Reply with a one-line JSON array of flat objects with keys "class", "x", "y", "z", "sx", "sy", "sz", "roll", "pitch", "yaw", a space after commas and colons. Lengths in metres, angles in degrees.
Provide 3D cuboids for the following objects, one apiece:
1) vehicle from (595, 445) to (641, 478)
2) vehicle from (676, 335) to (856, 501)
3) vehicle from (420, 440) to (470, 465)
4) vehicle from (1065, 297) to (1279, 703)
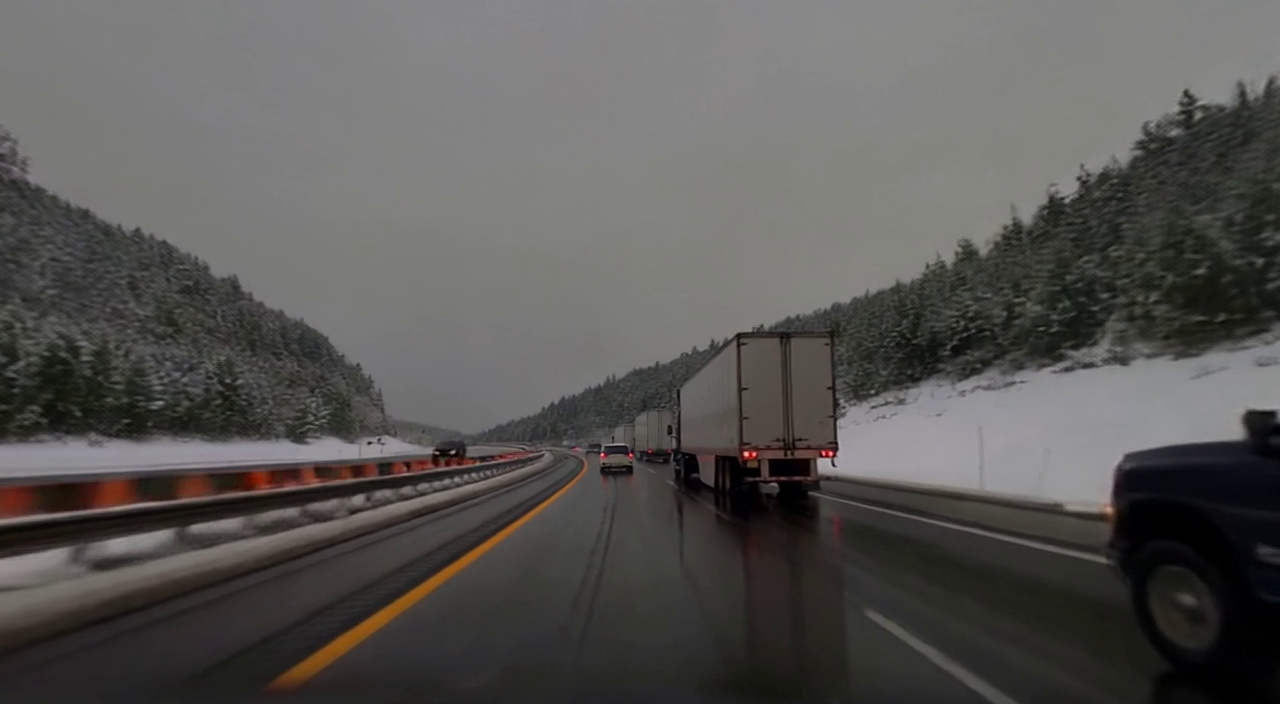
[{"class": "vehicle", "x": -1.050, "y": 5.134, "z": 29.717, "sx": 2.029, "sy": 1.437, "sz": 3.794, "roll": 0, "pitch": -9, "yaw": -3}, {"class": "vehicle", "x": 3.499, "y": 2.730, "z": 22.849, "sx": 2.911, "sy": 4.099, "sz": 14.578, "roll": 0, "pitch": -9, "yaw": -3}, {"class": "vehicle", "x": -12.065, "y": 6.246, "z": 39.297, "sx": 1.882, "sy": 1.490, "sz": 4.346, "roll": 0, "pitch": -9, "yaw": -2}, {"class": "vehicle", "x": 3.870, "y": 0.543, "z": 1.476, "sx": 2.034, "sy": 1.968, "sz": 5.221, "roll": 0, "pitch": -9, "yaw": 0}]
